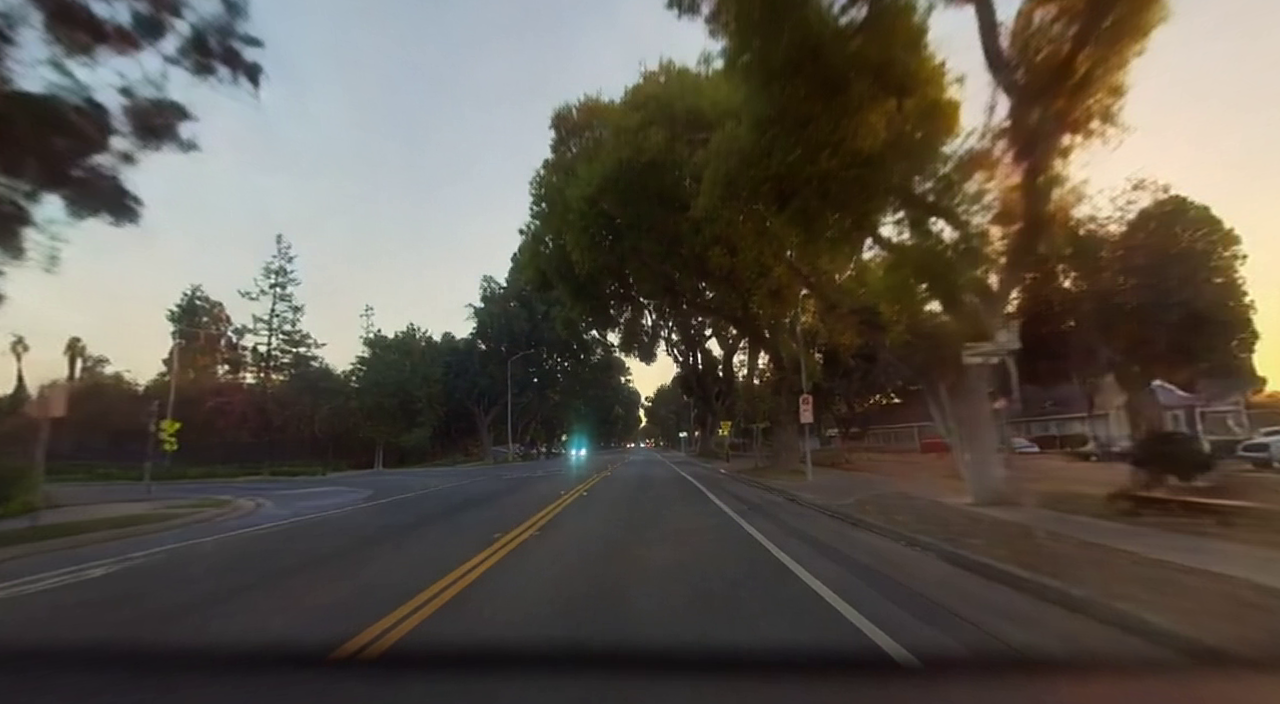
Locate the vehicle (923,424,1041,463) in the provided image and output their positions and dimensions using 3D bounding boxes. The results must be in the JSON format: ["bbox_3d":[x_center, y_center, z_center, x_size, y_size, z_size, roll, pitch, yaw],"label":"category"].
[{"bbox_3d":[18.350,4.938,34.015,4.978,1.991,2.234,-1,-8,3],"label":"vehicle"}]
